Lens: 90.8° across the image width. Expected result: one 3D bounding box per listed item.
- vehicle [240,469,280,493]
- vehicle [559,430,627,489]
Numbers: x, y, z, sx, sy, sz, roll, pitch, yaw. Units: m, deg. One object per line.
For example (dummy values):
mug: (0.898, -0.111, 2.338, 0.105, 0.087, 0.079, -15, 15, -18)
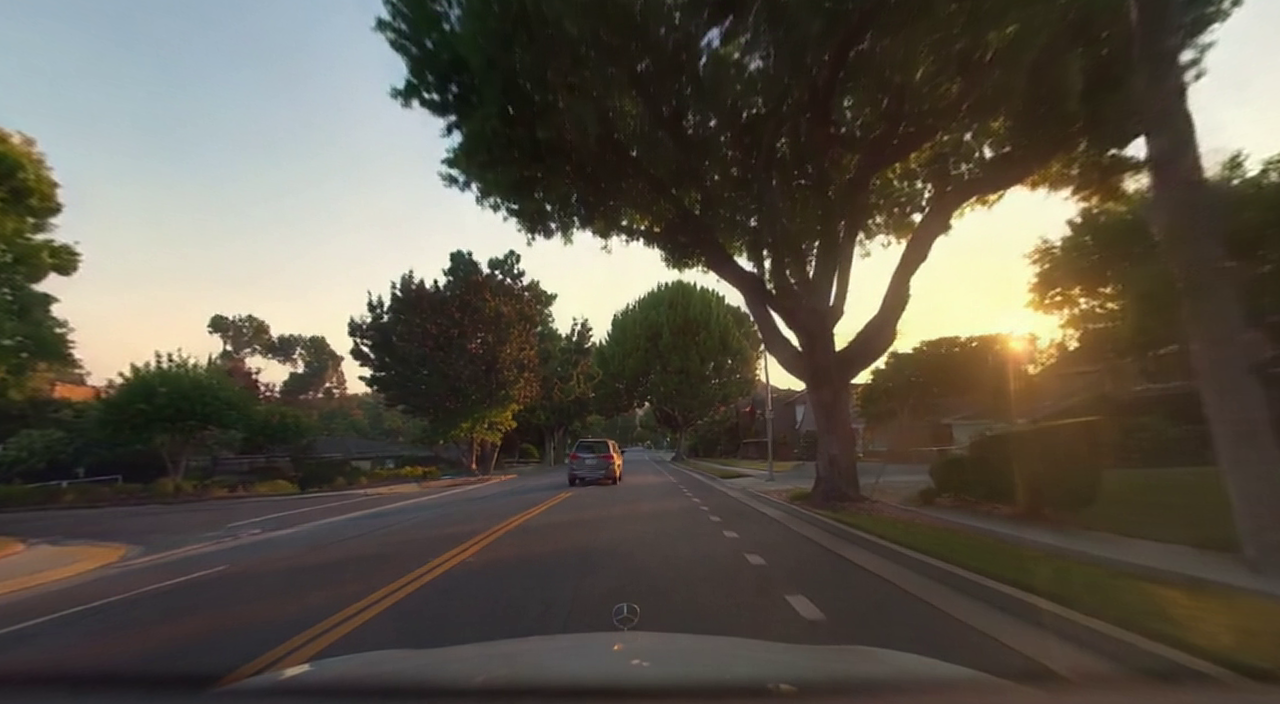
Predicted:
vehicle: (-30.003, 10.160, 49.974, 1.926, 1.552, 4.355, 3, -9, -21)
vehicle: (-1.702, 4.127, 24.614, 2.210, 2.023, 4.663, 0, -8, 1)
